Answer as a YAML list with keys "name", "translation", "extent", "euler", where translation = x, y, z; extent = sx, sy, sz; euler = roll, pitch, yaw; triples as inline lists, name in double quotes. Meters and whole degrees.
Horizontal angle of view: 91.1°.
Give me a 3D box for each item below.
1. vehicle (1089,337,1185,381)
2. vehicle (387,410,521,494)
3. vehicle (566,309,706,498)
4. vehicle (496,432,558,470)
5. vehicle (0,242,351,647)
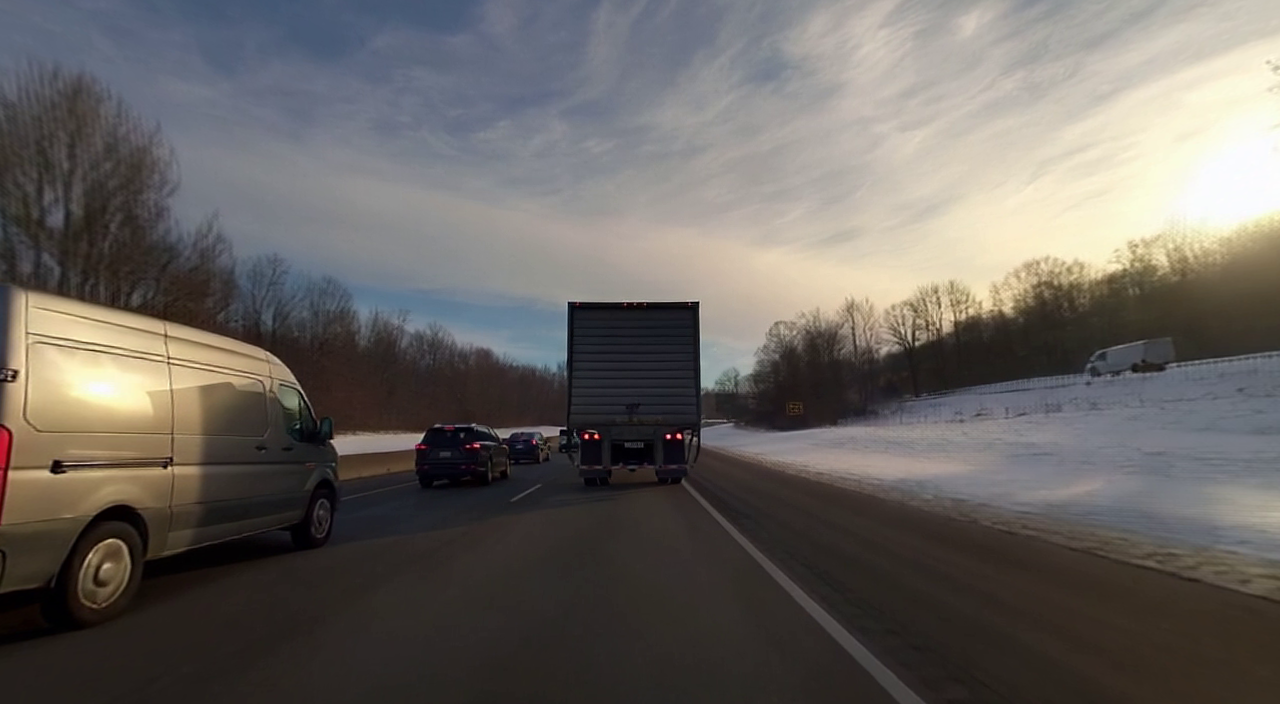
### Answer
- name: "vehicle"
  translation: [27.409, 0.456, 34.894]
  extent: [2.034, 1.625, 4.809]
  euler: [6, -7, 9]
- name: "vehicle"
  translation: [-4.903, 2.715, 17.486]
  extent: [2.168, 1.985, 4.952]
  euler: [0, -8, 0]
- name: "vehicle"
  translation: [-0.054, 1.734, 18.476]
  extent: [2.953, 4.041, 10.072]
  euler: [0, -8, 0]
- name: "vehicle"
  translation: [-4.870, 4.341, 27.818]
  extent: [1.931, 1.539, 4.441]
  euler: [0, -8, 0]
- name: "vehicle"
  translation: [-5.253, 0.839, 5.851]
  extent: [2.478, 2.515, 5.438]
  euler: [0, -8, 0]
